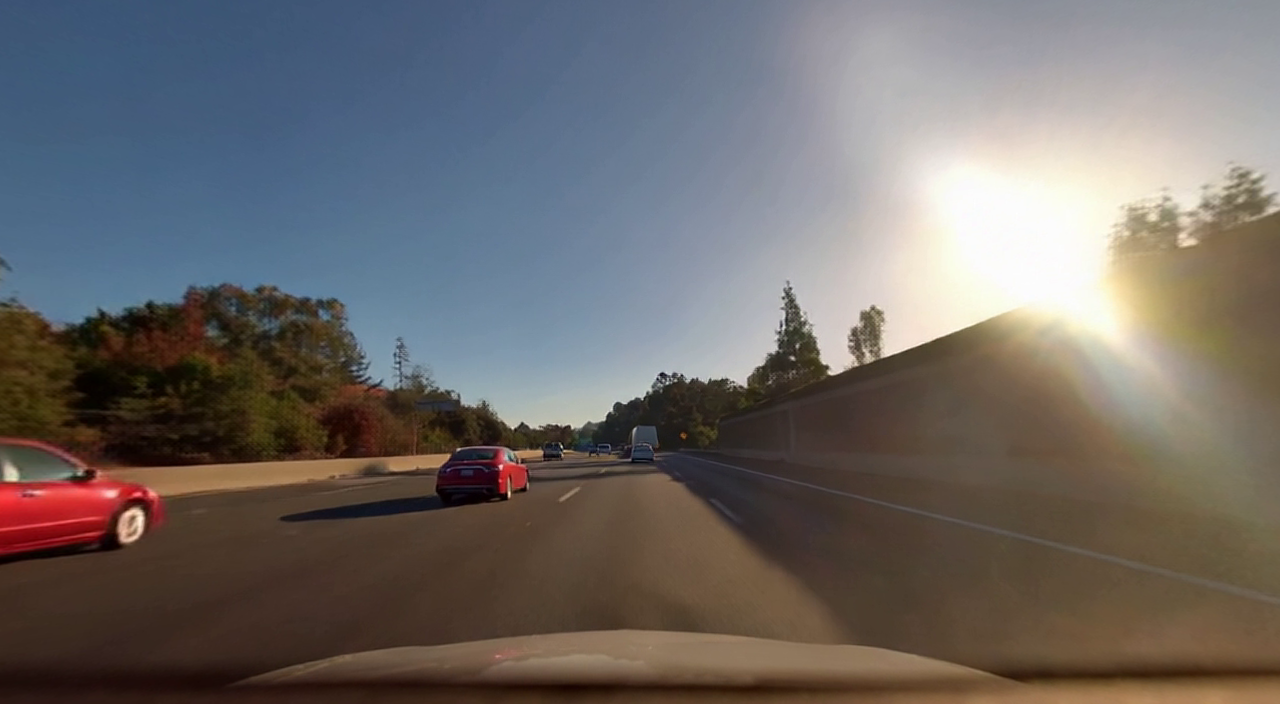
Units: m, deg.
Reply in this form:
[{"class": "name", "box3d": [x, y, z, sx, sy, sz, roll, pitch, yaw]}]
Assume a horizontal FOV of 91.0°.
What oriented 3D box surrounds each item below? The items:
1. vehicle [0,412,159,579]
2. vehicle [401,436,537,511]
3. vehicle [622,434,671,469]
[{"class": "vehicle", "box3d": [-7.569, 1.401, 6.034, 2.189, 1.673, 4.699, 0, -9, -1]}, {"class": "vehicle", "box3d": [-3.820, 2.791, 14.980, 2.000, 1.512, 4.371, 0, -9, 0]}, {"class": "vehicle", "box3d": [0.346, 6.101, 38.768, 2.856, 1.994, 4.931, 0, -9, -1]}]
